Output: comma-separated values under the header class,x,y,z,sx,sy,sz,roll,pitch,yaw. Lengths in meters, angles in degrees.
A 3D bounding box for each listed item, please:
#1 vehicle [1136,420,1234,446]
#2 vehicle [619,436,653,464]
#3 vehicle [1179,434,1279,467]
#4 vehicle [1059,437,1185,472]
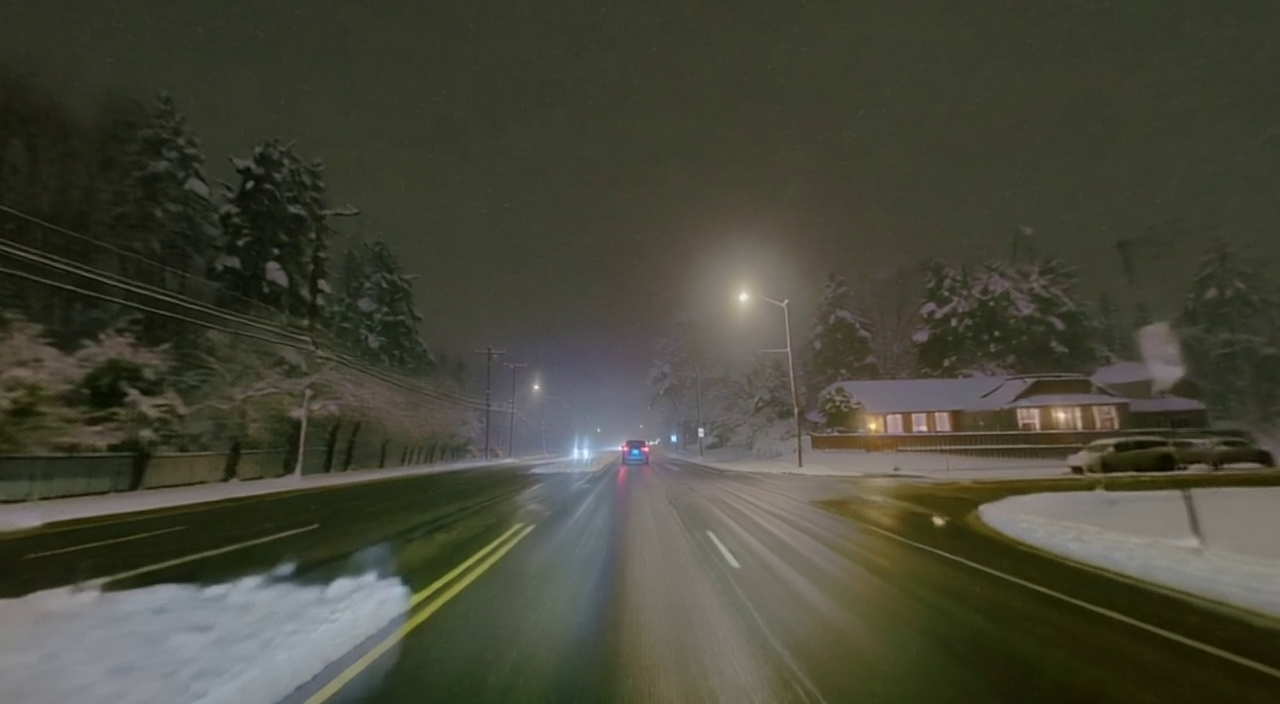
class,x,y,z,sx,sy,sz,roll,pitch,yaw
vehicle,37.002,5.556,43.075,2.008,1.662,4.767,1,-8,-8
vehicle,-0.286,6.664,43.145,2.230,1.827,4.298,0,-8,-1
vehicle,28.617,4.676,30.058,4.359,1.479,1.890,1,-8,-7
vehicle,22.178,4.719,29.149,4.218,1.505,2.169,1,-8,-8
